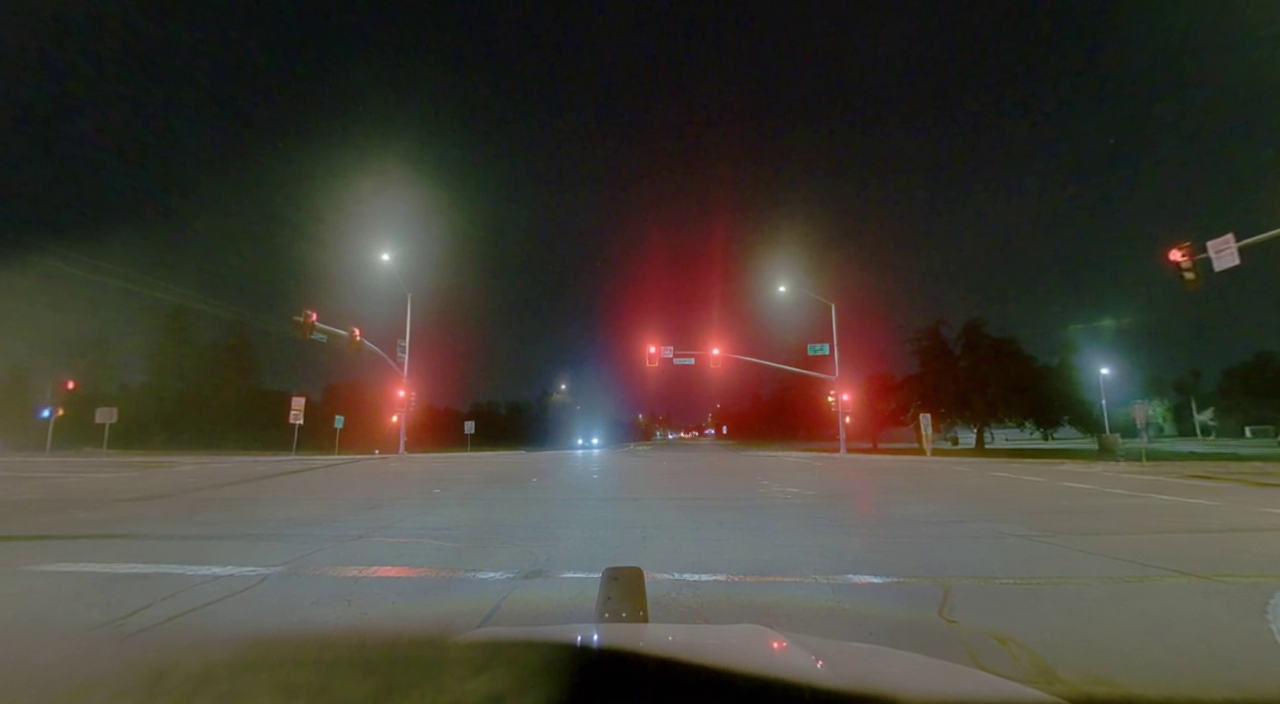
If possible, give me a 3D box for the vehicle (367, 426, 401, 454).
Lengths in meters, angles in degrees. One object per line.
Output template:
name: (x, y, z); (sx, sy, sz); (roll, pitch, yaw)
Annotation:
vehicle: (-19.954, 6.867, 48.892); (1.873, 2.079, 2.879); (5, -10, -32)
